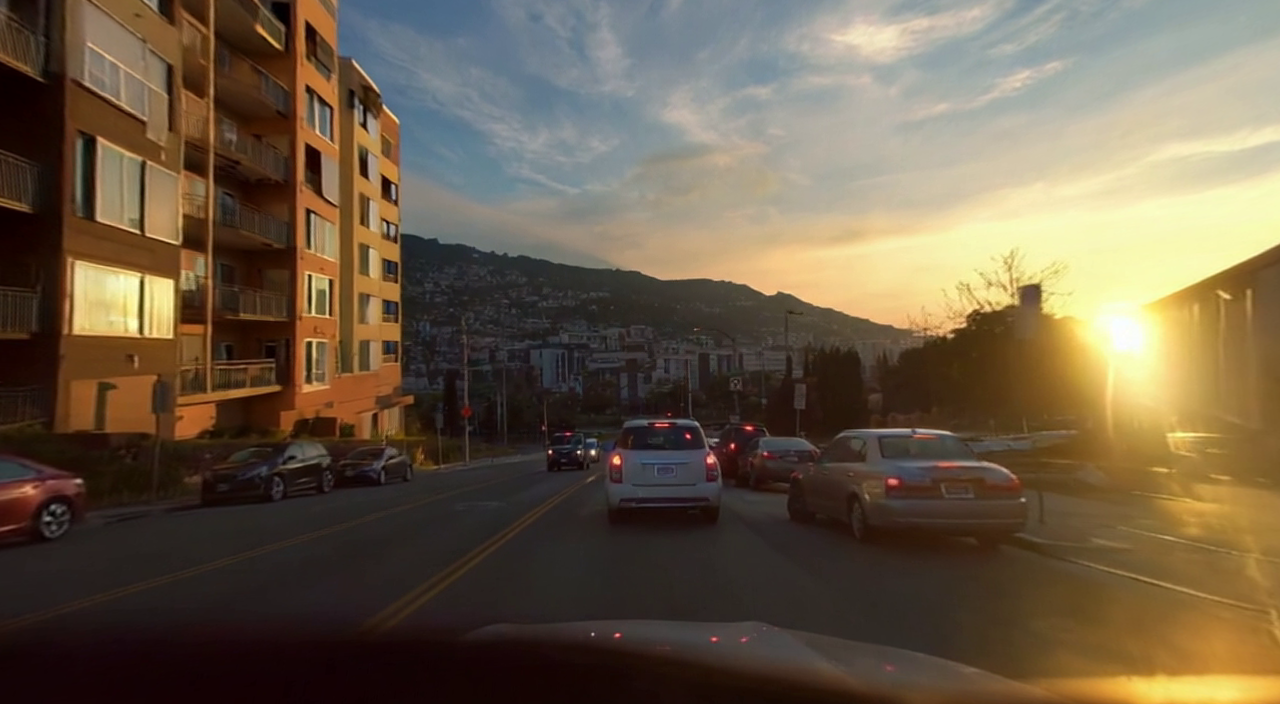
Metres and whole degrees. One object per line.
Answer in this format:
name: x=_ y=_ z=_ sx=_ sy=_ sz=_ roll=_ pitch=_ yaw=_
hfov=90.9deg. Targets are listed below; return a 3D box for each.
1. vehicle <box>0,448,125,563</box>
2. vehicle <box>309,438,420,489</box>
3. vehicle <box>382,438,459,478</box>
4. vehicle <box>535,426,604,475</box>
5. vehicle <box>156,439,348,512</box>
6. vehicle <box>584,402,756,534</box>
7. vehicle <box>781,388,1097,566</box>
vehicle: x=-9.314 y=1.967 z=7.961 sx=2.021 sy=1.474 sz=4.337 roll=0 pitch=-8 yaw=-2
vehicle: x=-9.352 y=3.799 z=21.846 sx=1.955 sy=1.555 sz=4.424 roll=0 pitch=-8 yaw=-2
vehicle: x=-9.220 y=4.472 z=26.854 sx=1.900 sy=1.577 sz=4.172 roll=0 pitch=-8 yaw=-1
vehicle: x=-2.688 y=3.894 z=25.031 sx=2.219 sy=1.746 sz=4.197 roll=0 pitch=-8 yaw=0
vehicle: x=-9.428 y=3.003 z=15.863 sx=2.002 sy=1.546 sz=4.339 roll=0 pitch=-8 yaw=1
vehicle: x=0.421 y=1.841 z=10.455 sx=2.261 sy=1.740 sz=4.065 roll=0 pitch=-8 yaw=1
vehicle: x=3.627 y=1.630 z=8.898 sx=2.158 sy=1.828 sz=4.573 roll=0 pitch=-8 yaw=0
